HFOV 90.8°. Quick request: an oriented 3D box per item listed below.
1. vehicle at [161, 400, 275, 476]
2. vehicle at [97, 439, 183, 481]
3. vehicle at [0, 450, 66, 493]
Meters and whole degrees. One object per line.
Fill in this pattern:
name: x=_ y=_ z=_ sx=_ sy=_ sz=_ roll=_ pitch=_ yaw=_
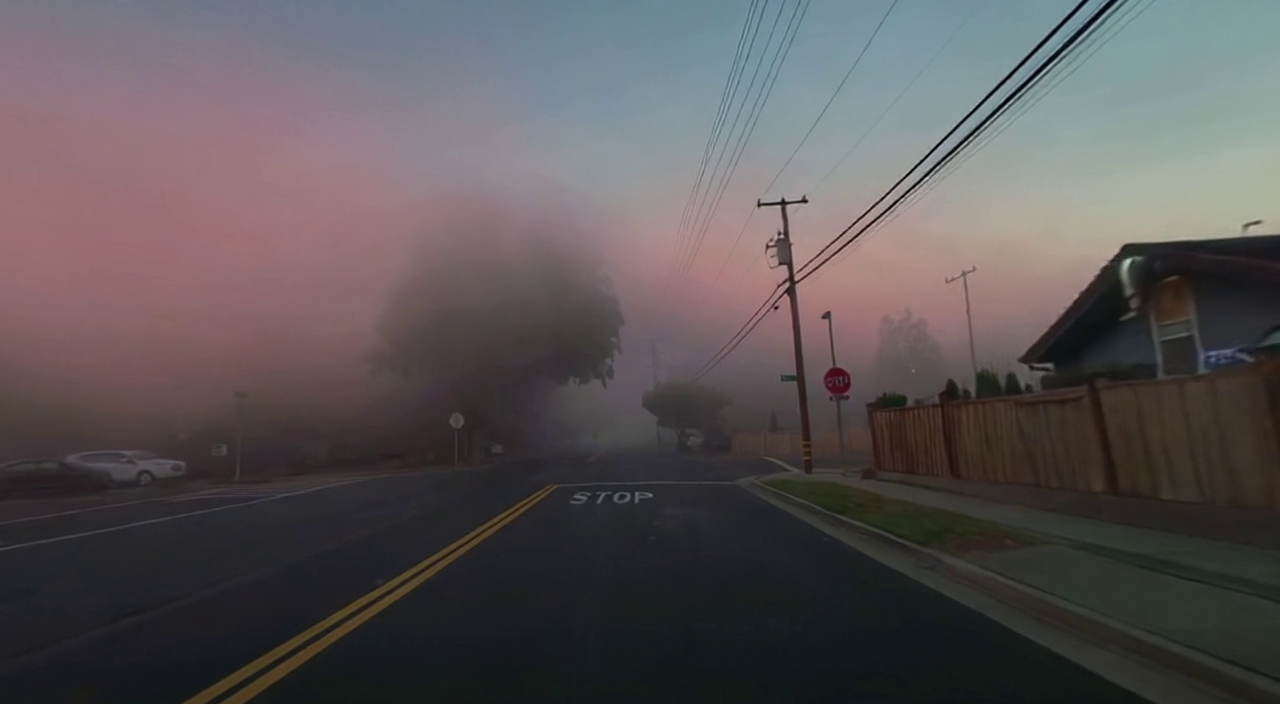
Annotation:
vehicle: x=-20.212 y=4.435 z=30.876 sx=2.842 sy=3.181 sz=8.576 roll=5 pitch=-12 yaw=-23
vehicle: x=-23.721 y=5.108 z=30.176 sx=2.083 sy=1.802 sz=4.455 roll=4 pitch=-9 yaw=-24
vehicle: x=-24.078 y=4.476 z=23.960 sx=1.955 sy=1.448 sz=4.542 roll=3 pitch=-9 yaw=-23
